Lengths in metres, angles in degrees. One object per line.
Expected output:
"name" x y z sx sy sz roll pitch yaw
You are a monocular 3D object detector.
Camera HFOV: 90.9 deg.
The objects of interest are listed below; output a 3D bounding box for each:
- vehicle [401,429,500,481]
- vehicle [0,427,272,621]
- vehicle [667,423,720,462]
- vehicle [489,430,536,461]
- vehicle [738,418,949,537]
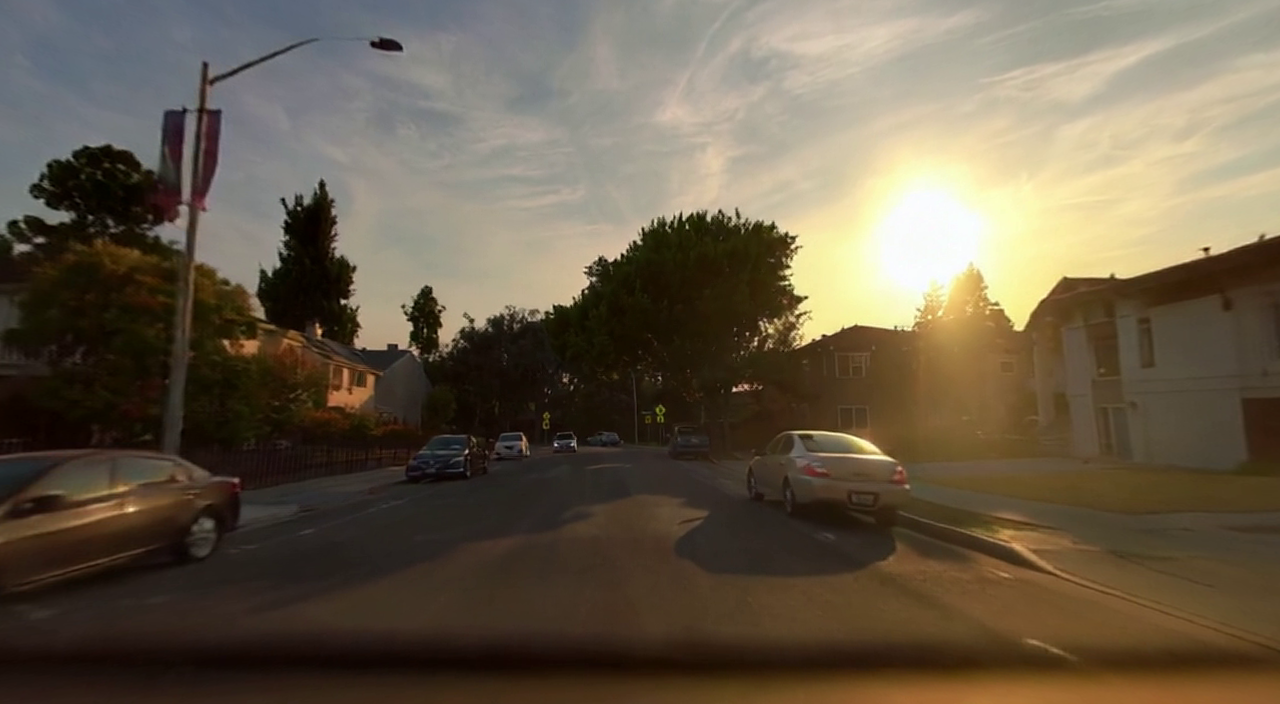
"vehicle" -6.112 3.349 21.028 1.972 1.502 5.530 0 -8 -4
"vehicle" -5.735 1.475 6.089 1.870 1.425 4.297 0 -8 -2
"vehicle" 2.406 4.186 29.318 1.997 1.663 4.544 0 -7 -1
"vehicle" -6.708 4.958 33.587 1.842 1.540 3.704 0 -8 -2
"vehicle" 3.108 1.964 10.911 1.875 1.568 4.899 0 -7 -2
